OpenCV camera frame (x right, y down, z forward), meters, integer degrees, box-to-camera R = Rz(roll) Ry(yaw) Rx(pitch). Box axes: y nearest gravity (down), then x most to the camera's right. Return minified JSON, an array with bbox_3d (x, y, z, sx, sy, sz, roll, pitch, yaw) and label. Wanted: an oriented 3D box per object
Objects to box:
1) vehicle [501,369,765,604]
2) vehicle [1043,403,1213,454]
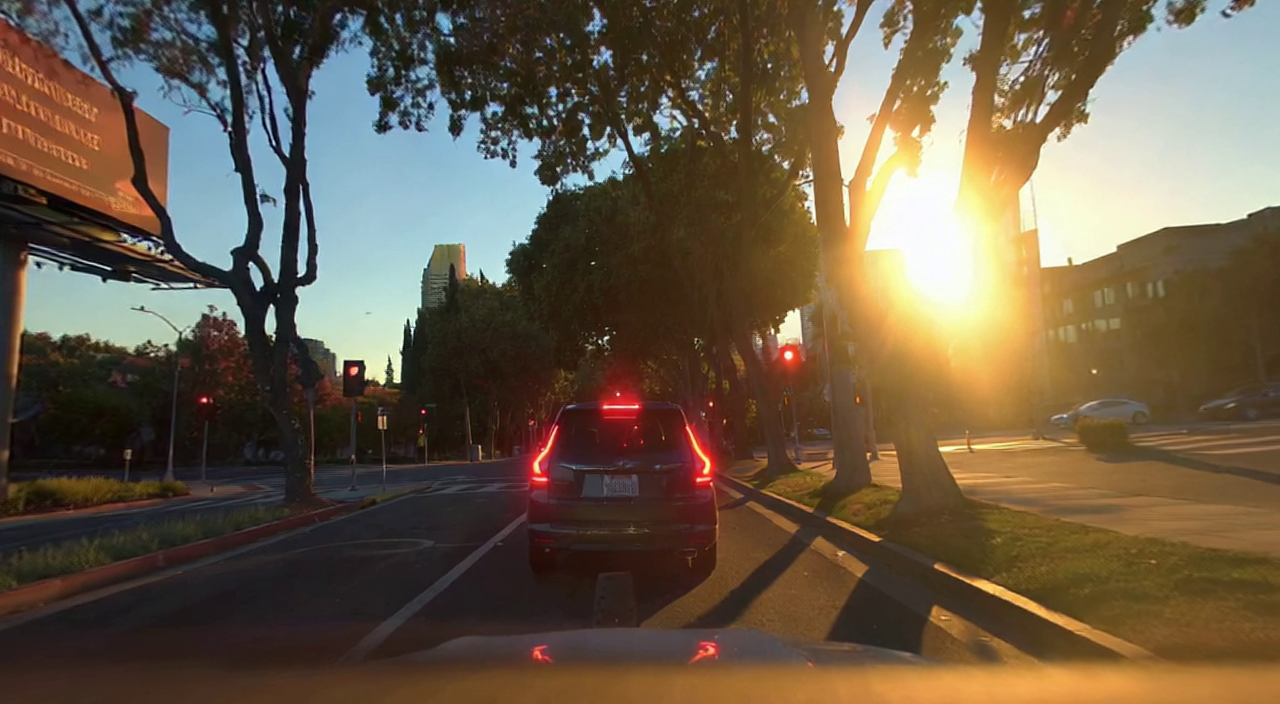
[{"bbox_3d":[-0.060,1.365,7.131,2.142,1.904,3.816,-1,-8,0],"label":"vehicle"},{"bbox_3d":[15.273,2.450,19.933,3.750,1.502,1.781,-2,-8,13],"label":"vehicle"}]
